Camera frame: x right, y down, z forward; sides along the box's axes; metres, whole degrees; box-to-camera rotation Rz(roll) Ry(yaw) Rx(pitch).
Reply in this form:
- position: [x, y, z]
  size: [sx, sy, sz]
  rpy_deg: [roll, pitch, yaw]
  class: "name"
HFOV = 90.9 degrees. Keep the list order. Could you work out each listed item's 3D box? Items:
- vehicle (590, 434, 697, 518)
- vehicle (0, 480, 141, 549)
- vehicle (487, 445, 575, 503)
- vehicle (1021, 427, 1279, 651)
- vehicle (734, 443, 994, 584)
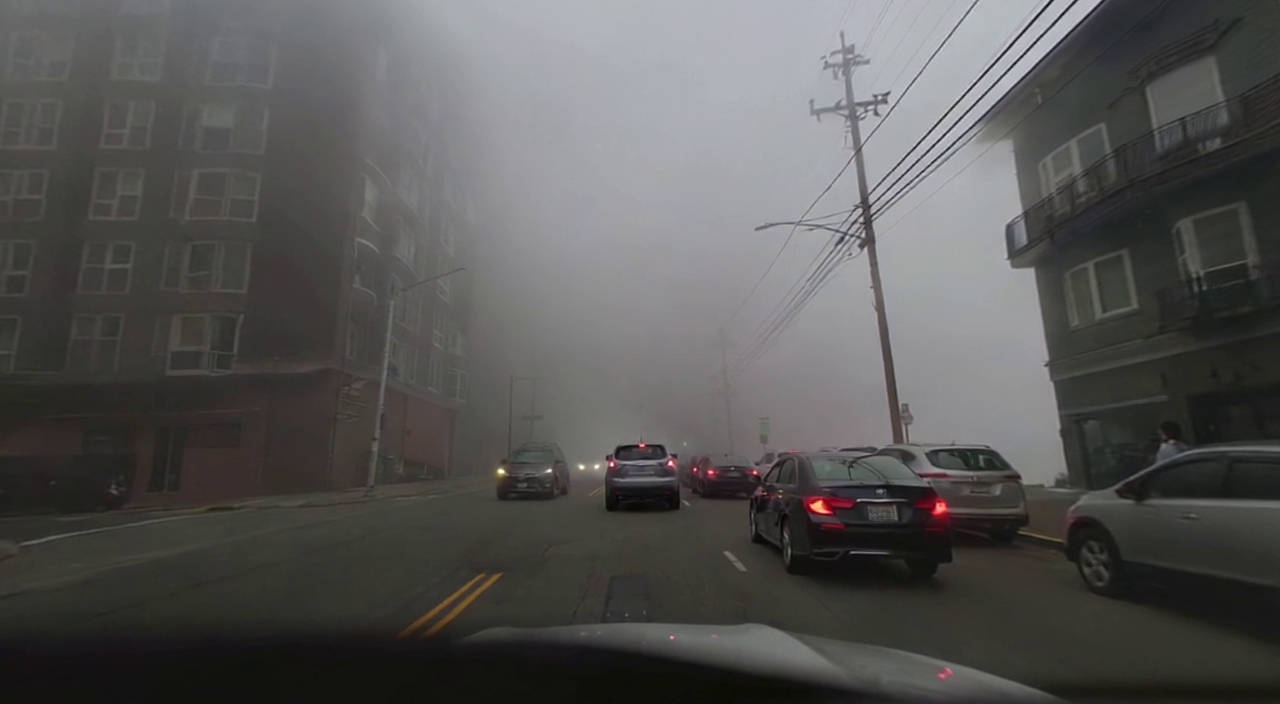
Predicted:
- position: [0.042, 2.892, 15.240]
  size: [2.232, 1.736, 4.036]
  rpy_deg: [0, -8, -1]
  class: "vehicle"
- position: [-17.625, 4.849, 18.502]
  size: [4.298, 1.440, 1.997]
  rpy_deg: [-8, -8, -2]
  class: "vehicle"
- position: [-3.486, 3.978, 21.067]
  size: [2.112, 1.705, 4.365]
  rpy_deg: [0, -8, 1]
  class: "vehicle"
- position: [5.533, 1.446, 5.207]
  size: [1.931, 1.585, 4.387]
  rpy_deg: [0, -9, -1]
  class: "vehicle"
- position: [2.697, 2.037, 8.924]
  size: [2.029, 1.460, 4.451]
  rpy_deg: [0, -8, 0]
  class: "vehicle"
